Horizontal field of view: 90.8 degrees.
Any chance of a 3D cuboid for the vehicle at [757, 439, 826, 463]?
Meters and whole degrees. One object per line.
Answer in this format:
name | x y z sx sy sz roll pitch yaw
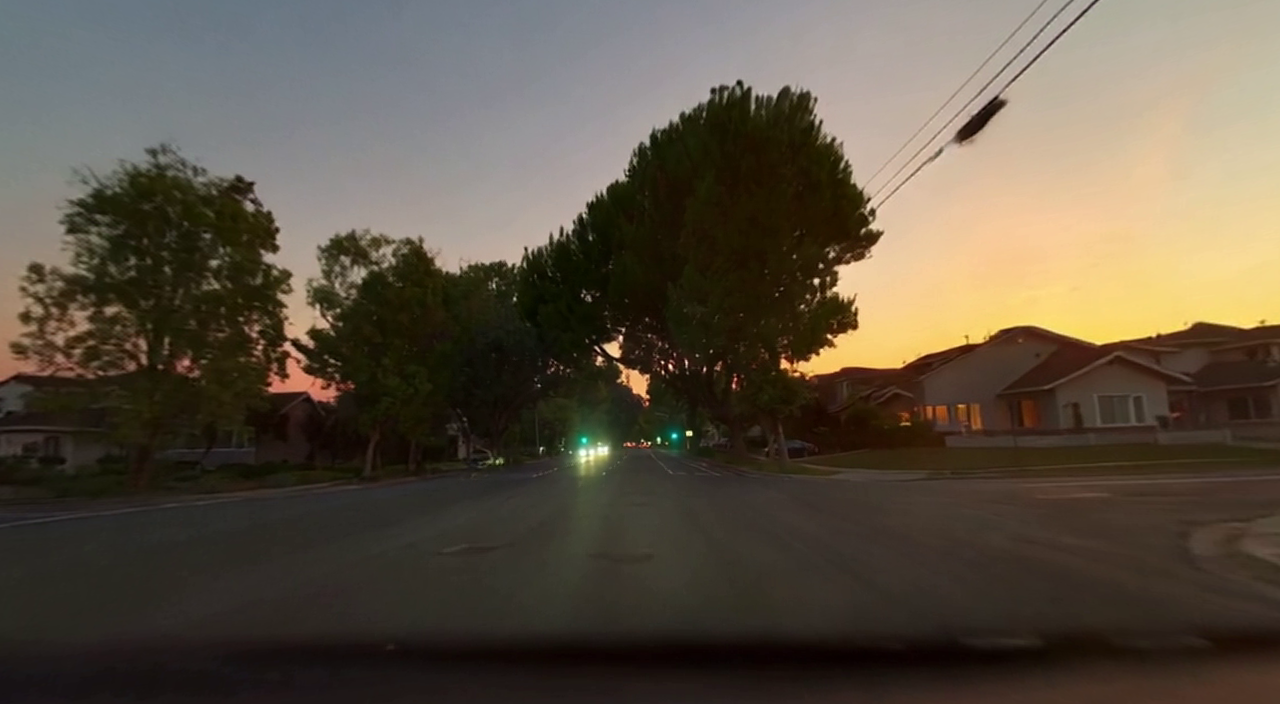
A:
vehicle | 11.702 7.714 49.071 4.782 1.494 1.963 -4 -9 0
